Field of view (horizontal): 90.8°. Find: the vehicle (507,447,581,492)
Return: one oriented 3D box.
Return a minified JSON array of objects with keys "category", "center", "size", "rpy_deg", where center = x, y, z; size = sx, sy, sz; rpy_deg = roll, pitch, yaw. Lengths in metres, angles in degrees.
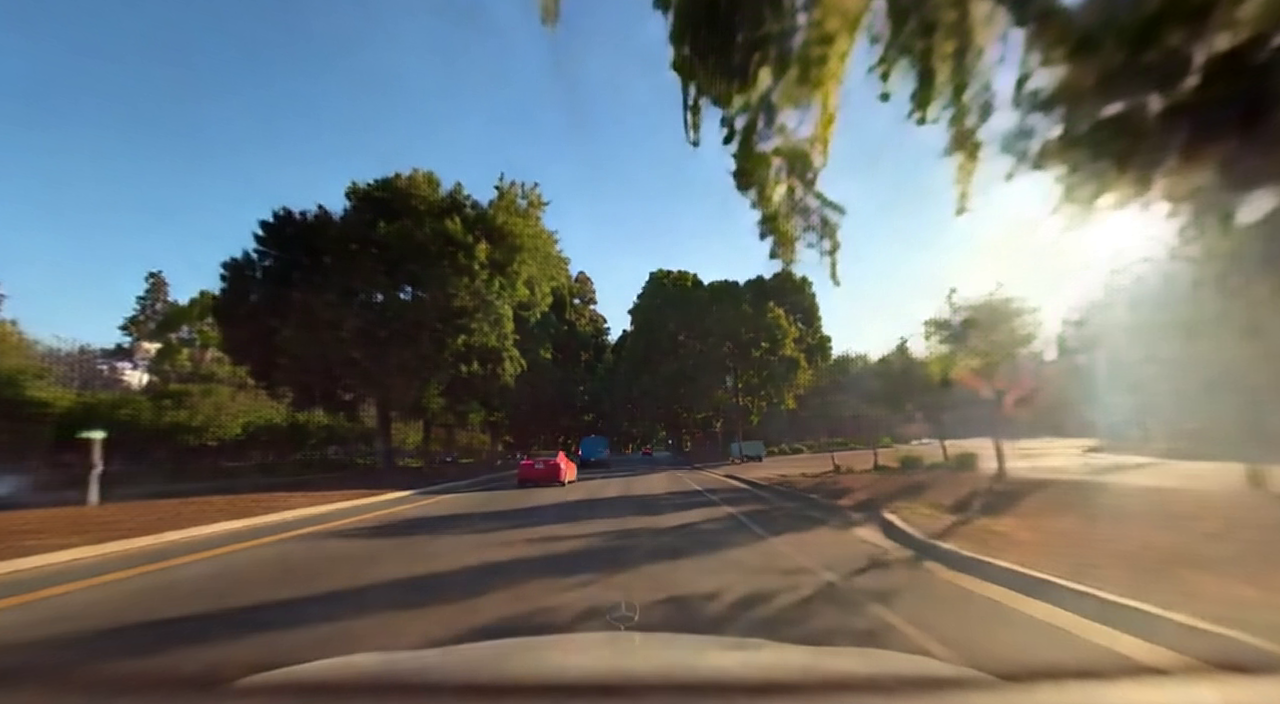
[{"category":"vehicle","center":[-3.375,4.224,23.046],"size":[2.009,1.473,4.028],"rpy_deg":[0,-9,1]}]

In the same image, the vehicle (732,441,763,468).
[{"category":"vehicle","center":[7.281,6.941,42.854],"size":[1.596,1.654,2.920],"rpy_deg":[-2,-9,1]}]
